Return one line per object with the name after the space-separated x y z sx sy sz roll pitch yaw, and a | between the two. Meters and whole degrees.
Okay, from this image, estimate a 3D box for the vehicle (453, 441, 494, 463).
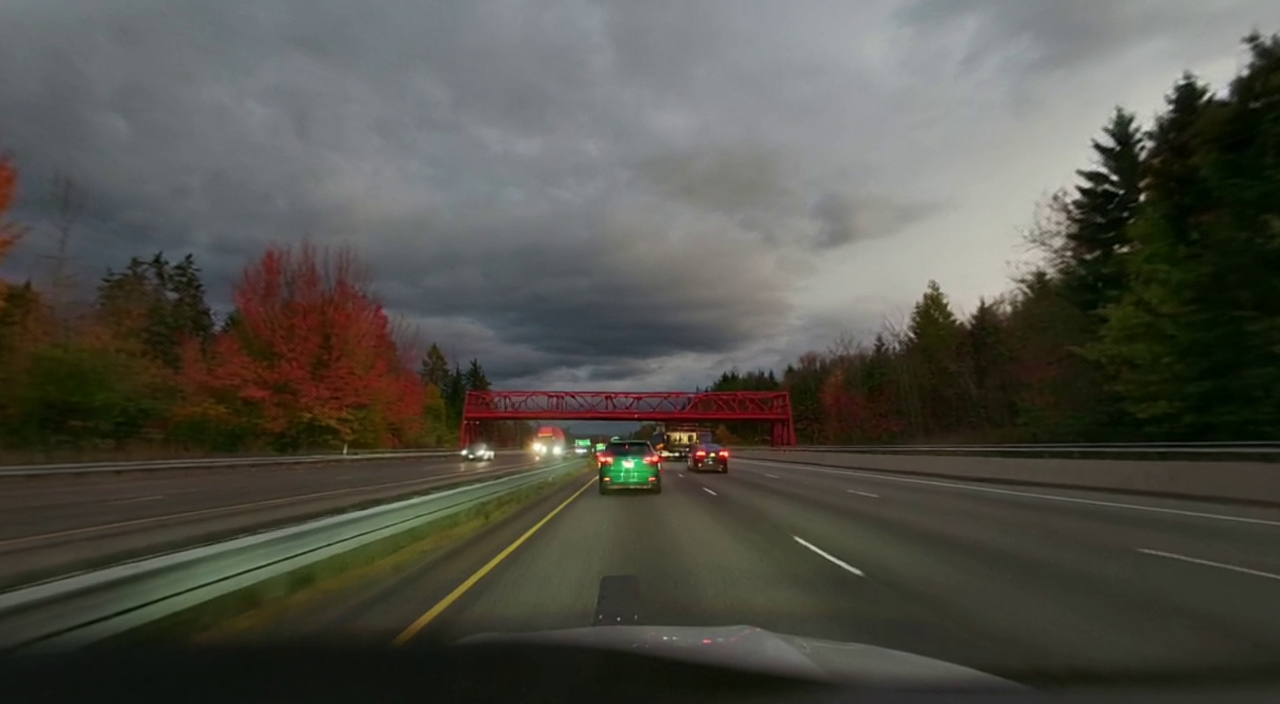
-12.571 7.570 47.549 1.938 1.516 4.282 0 -9 0 | vehicle

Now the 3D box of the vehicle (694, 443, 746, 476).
3.895 5.285 31.107 1.894 1.487 3.751 0 -9 -2 | vehicle

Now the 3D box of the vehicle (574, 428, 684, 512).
-0.254 2.751 15.062 2.259 1.699 4.015 0 -9 -1 | vehicle
